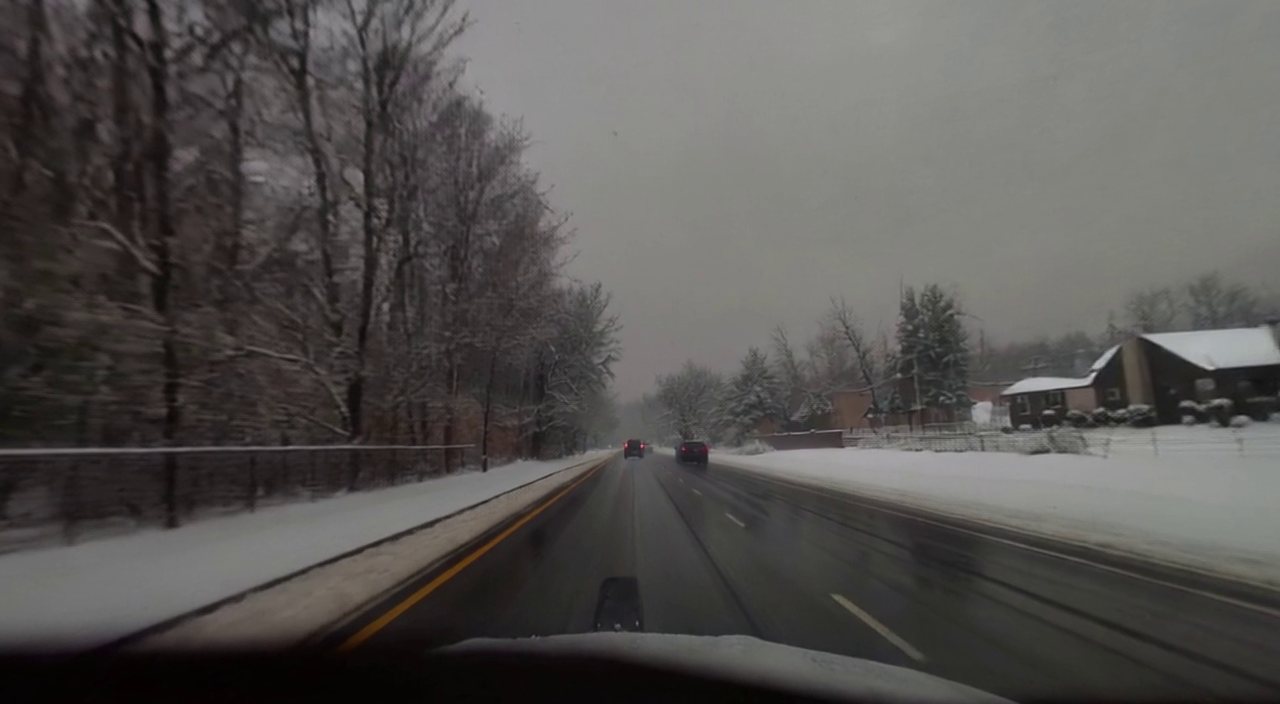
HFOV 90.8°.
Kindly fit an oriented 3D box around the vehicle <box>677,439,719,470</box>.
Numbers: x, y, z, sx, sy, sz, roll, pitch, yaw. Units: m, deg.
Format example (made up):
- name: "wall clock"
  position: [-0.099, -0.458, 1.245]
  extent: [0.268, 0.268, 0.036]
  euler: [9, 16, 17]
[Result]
- name: "vehicle"
  position: [3.226, 5.797, 35.937]
  extent: [1.888, 1.640, 4.044]
  euler: [0, -8, -2]
